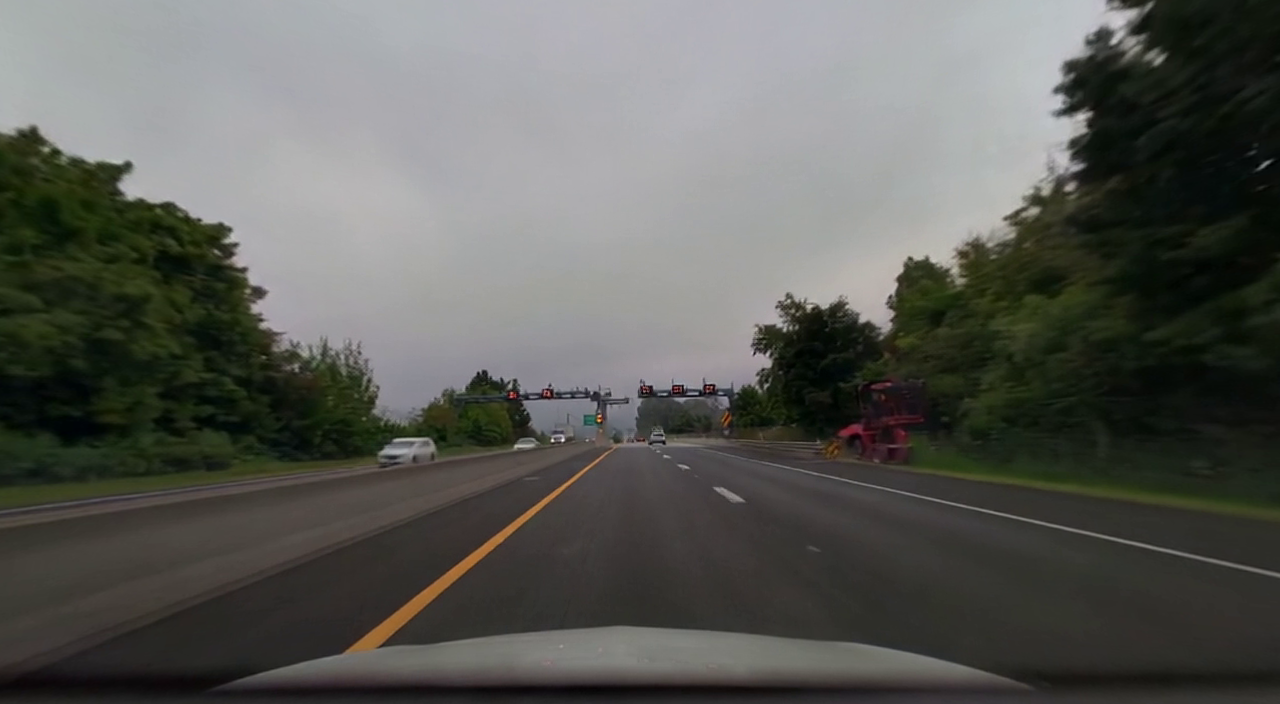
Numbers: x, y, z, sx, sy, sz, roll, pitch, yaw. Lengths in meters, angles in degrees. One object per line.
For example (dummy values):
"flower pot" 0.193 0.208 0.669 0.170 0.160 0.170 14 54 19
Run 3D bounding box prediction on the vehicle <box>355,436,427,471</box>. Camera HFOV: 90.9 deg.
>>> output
"vehicle" -12.617 5.140 32.180 2.010 1.648 4.058 0 -8 -1
